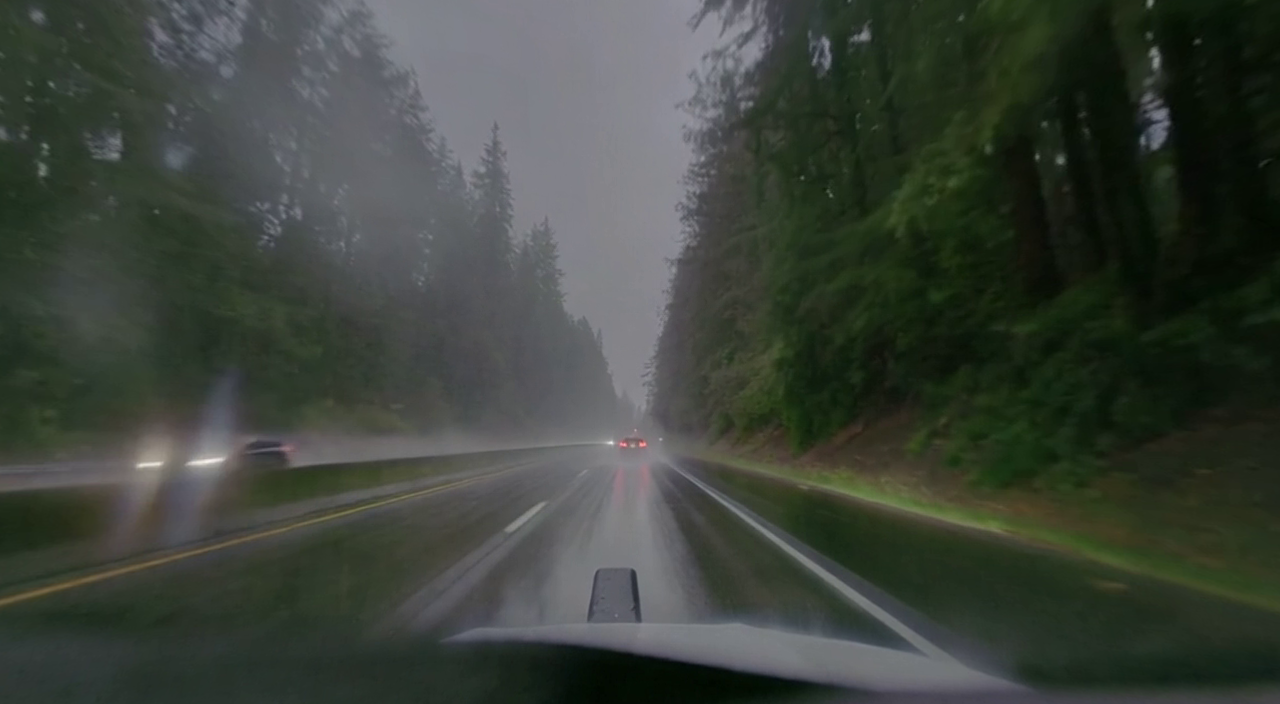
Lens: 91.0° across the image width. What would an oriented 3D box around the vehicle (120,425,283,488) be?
[{"bbox_3d":[-13.896,3.321,20.385,1.991,1.780,4.619,0,-8,-2],"label":"vehicle"}]
